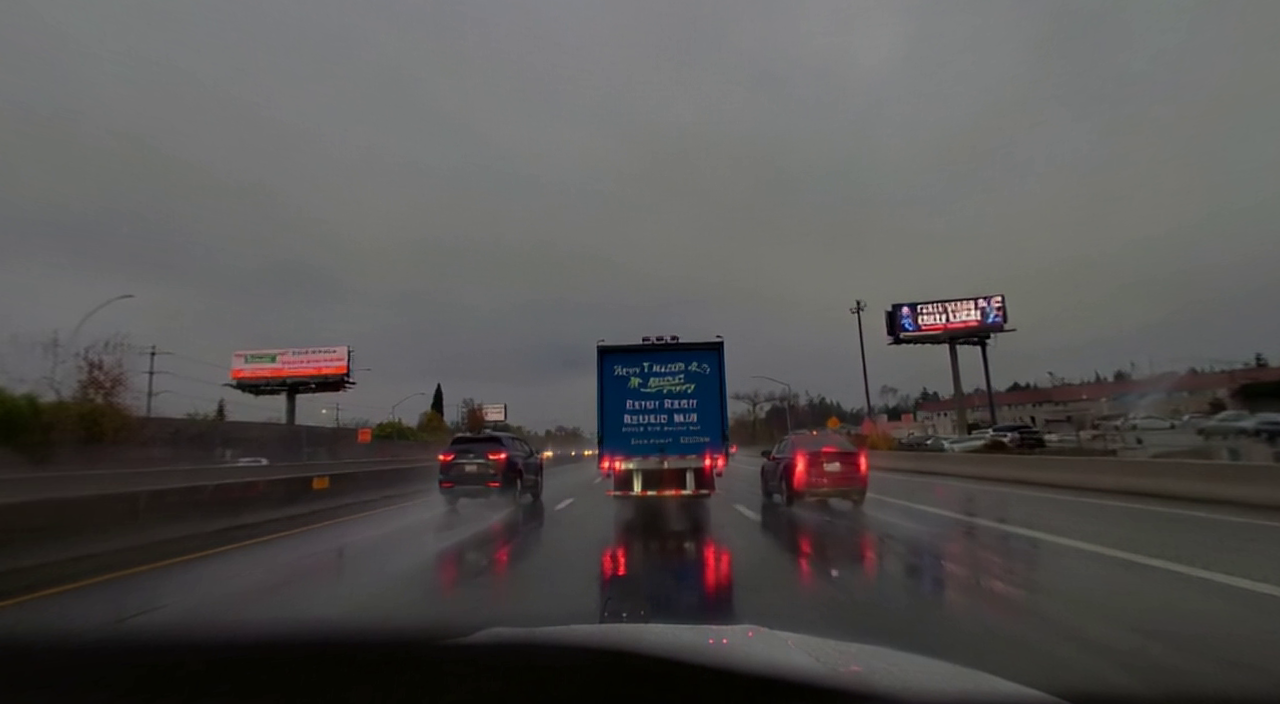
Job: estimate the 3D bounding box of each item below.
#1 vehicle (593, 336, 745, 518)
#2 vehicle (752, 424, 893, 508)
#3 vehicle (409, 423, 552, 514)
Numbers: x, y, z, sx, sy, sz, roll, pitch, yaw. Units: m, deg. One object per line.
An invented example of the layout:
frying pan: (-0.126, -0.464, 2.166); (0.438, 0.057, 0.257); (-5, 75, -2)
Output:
vehicle: (0.593, 1.955, 15.813); (2.733, 3.296, 8.571); (0, -8, 1)
vehicle: (4.136, 2.649, 15.141); (2.066, 1.692, 4.339); (0, -8, 0)
vehicle: (-3.443, 2.604, 14.662); (2.030, 1.757, 4.509); (-1, -8, 2)
